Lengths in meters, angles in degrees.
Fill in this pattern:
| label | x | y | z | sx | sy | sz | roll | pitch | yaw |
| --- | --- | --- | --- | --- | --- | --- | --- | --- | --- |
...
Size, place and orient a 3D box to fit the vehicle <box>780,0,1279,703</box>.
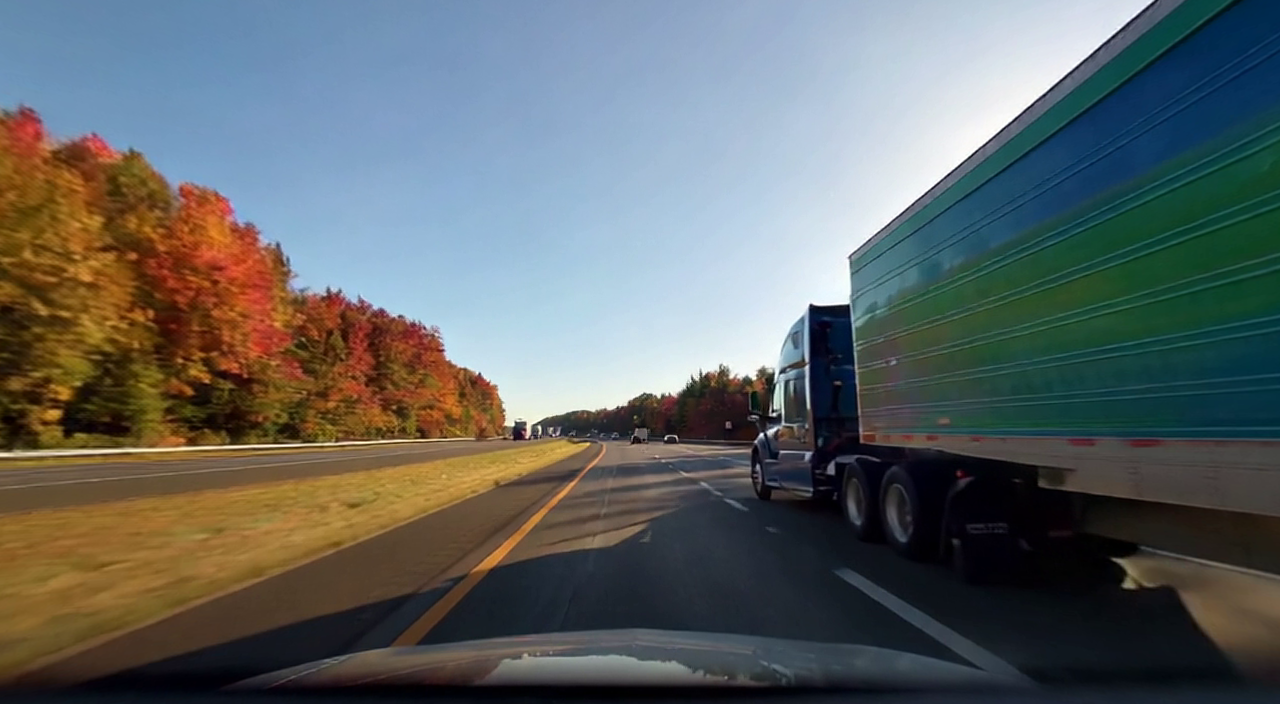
| label | x | y | z | sx | sy | sz | roll | pitch | yaw |
| --- | --- | --- | --- | --- | --- | --- | --- | --- | --- |
| vehicle | 3.757 | -0.363 | 3.034 | 2.926 | 4.008 | 14.104 | 0 | -8 | 0 |
